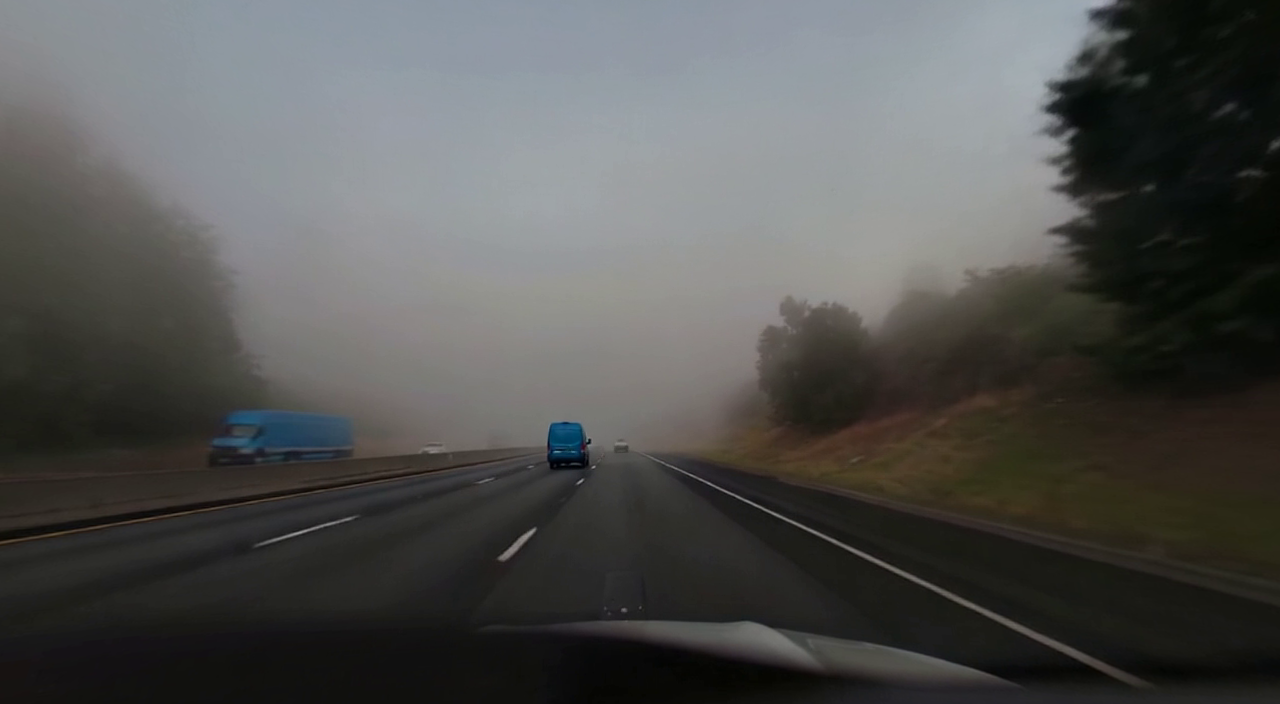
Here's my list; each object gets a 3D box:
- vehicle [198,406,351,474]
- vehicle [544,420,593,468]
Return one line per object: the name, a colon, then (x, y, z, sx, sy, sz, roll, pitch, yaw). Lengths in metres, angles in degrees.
vehicle: (-24.509, 6.174, 43.683, 2.889, 3.936, 14.025, 0, -8, -3)
vehicle: (-4.016, 5.262, 36.066, 2.329, 2.483, 5.428, 0, -8, -2)
